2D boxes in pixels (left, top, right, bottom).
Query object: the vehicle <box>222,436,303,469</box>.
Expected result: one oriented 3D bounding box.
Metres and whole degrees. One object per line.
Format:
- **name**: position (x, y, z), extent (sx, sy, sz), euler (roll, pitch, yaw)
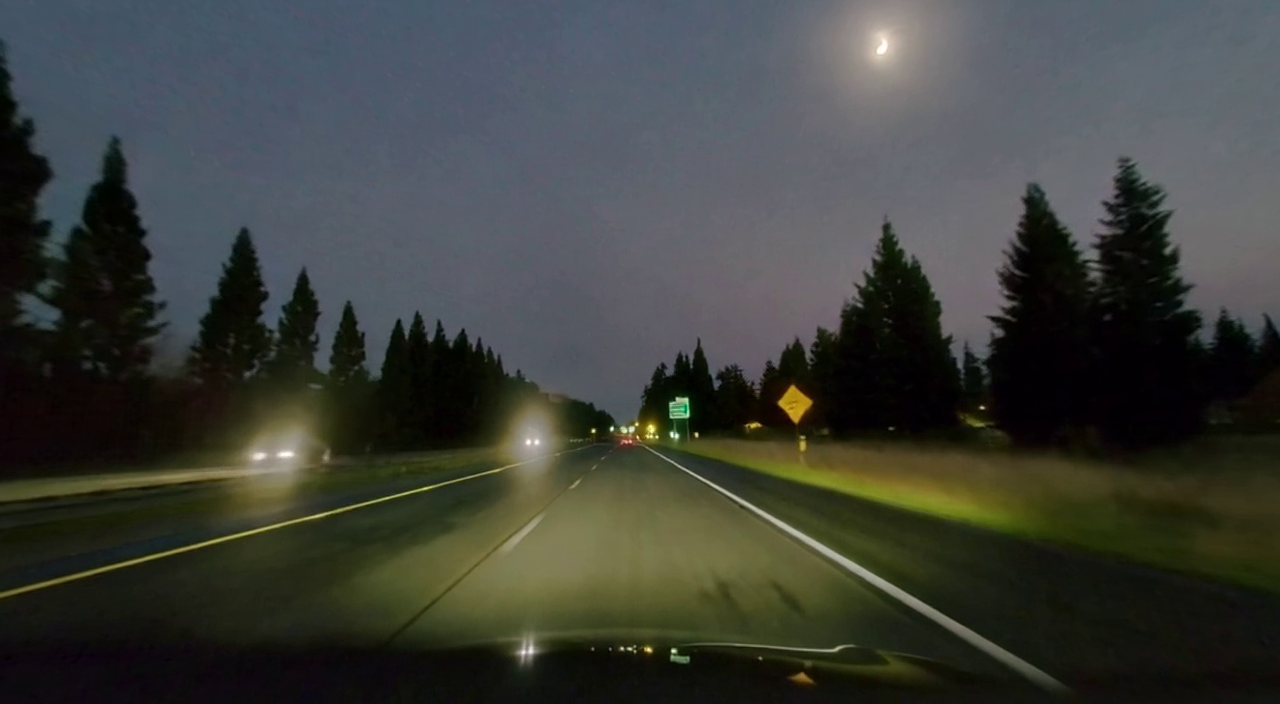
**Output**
- **vehicle**: position (-17.563, 4.684, 29.538), extent (1.617, 1.424, 3.539), euler (0, -8, -1)
